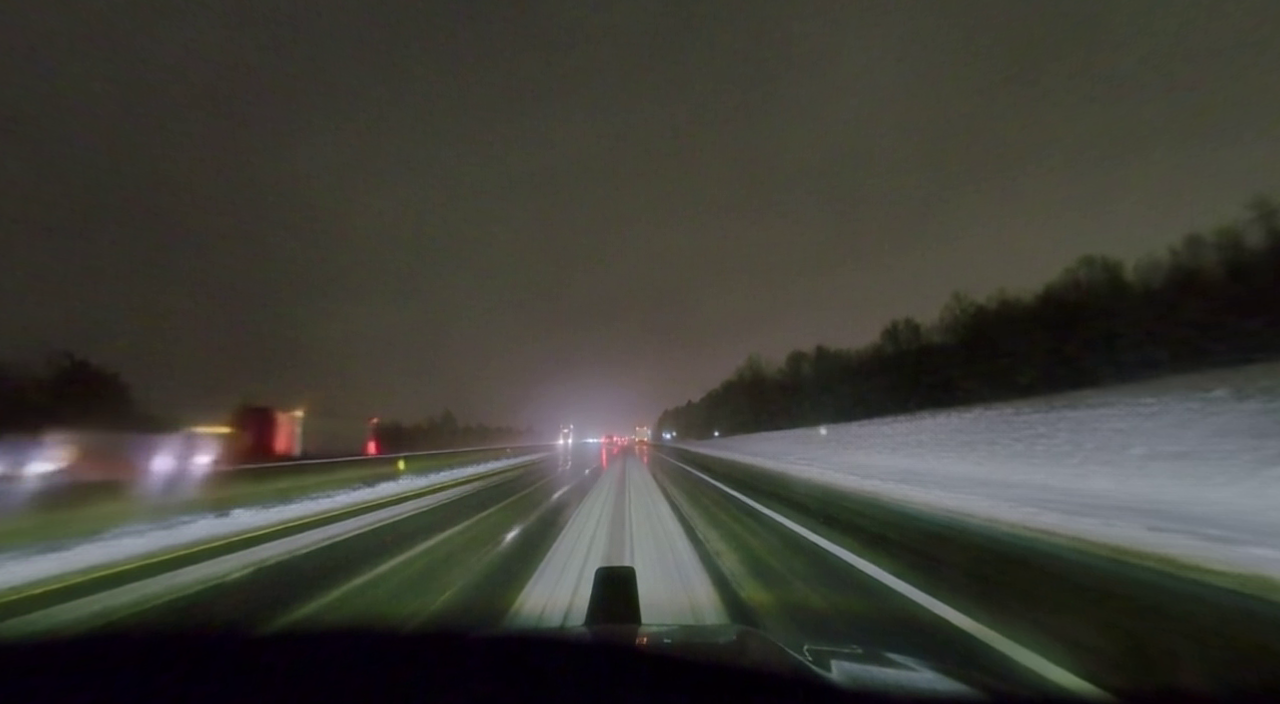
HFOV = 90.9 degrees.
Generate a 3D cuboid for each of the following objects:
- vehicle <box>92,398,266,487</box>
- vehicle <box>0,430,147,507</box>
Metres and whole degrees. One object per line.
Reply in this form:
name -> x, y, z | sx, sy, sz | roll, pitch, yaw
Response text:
vehicle -> -15.600, 3.097, 21.773 | 2.372, 2.705, 4.535 | -1, -8, 2
vehicle -> -15.619, 2.871, 15.895 | 2.053, 1.724, 5.287 | 0, -8, 1
